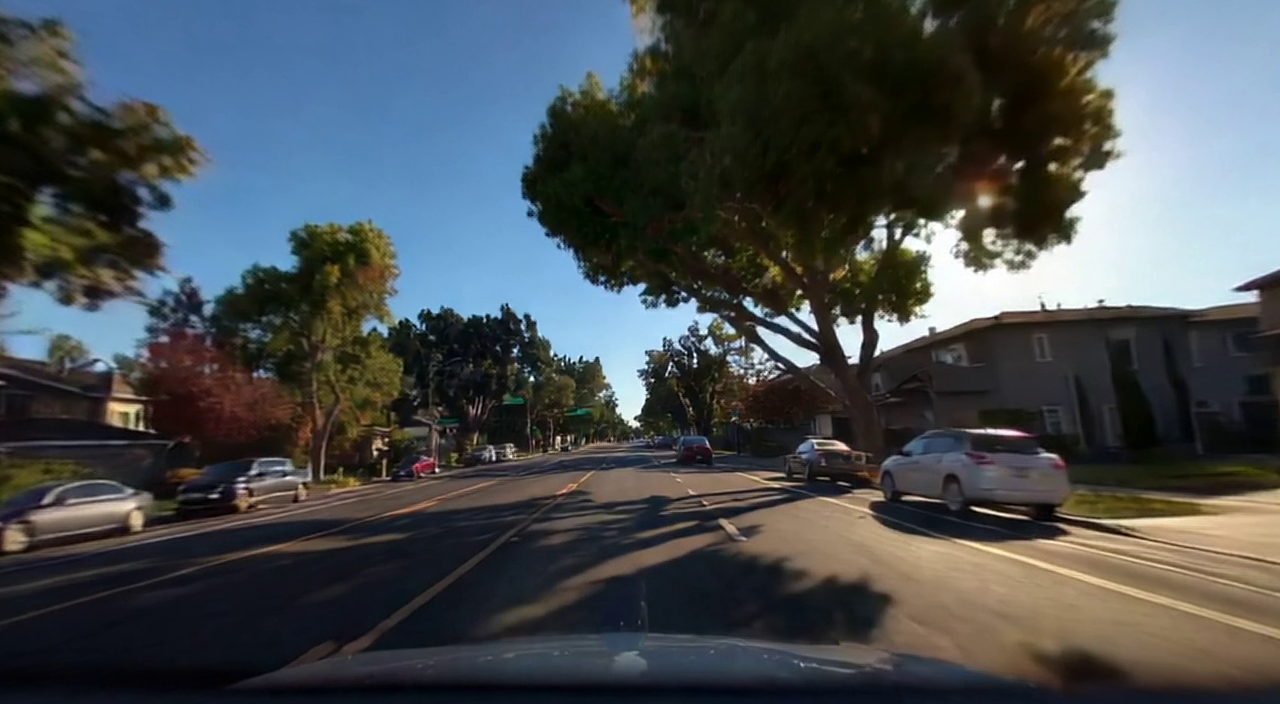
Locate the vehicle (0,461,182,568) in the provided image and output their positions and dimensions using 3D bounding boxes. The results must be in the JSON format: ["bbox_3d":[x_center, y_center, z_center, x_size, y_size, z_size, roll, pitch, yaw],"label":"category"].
[{"bbox_3d":[-11.728,3.032,12.242,1.888,1.668,5.052,0,-8,0],"label":"vehicle"}]

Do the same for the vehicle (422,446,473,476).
[{"bbox_3d":[-12.233,6.920,40.419,2.032,1.773,4.471,0,-8,-2],"label":"vehicle"}]

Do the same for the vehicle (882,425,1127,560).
[{"bbox_3d":[7.260,2.785,13.437,2.081,2.286,4.941,0,-8,-2],"label":"vehicle"}]

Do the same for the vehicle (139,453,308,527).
[{"bbox_3d":[-11.608,3.809,18.055,1.921,1.770,4.265,0,-8,-1],"label":"vehicle"}]

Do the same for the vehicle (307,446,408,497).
[{"bbox_3d":[-11.515,4.858,26.181,2.049,1.848,4.693,0,-8,-1],"label":"vehicle"}]

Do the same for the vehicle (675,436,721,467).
[{"bbox_3d":[3.132,5.487,35.061,1.951,1.620,4.582,0,-8,-3],"label":"vehicle"}]
